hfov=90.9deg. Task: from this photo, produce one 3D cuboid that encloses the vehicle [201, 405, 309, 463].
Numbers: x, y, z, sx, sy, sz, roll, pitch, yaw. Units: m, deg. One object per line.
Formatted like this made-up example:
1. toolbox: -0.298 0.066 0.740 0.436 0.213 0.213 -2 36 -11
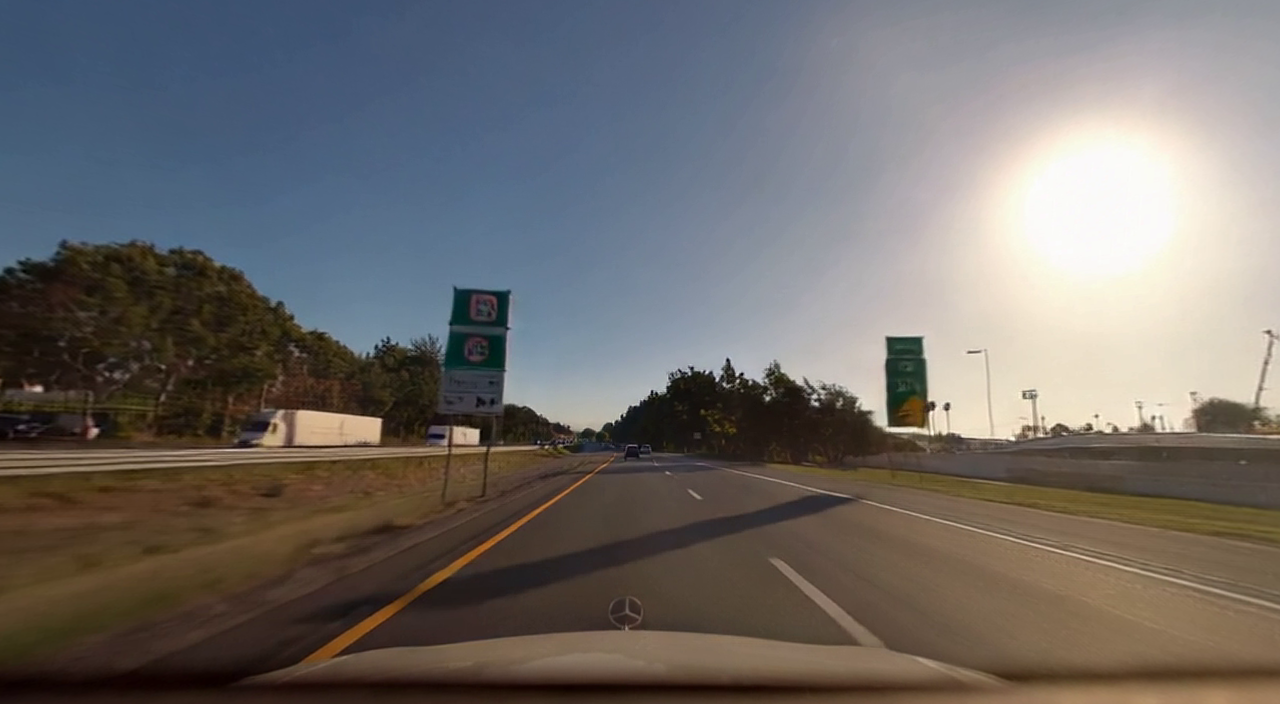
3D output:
1. vehicle: -28.914 6.282 47.934 3.022 3.996 8.151 0 -9 0
